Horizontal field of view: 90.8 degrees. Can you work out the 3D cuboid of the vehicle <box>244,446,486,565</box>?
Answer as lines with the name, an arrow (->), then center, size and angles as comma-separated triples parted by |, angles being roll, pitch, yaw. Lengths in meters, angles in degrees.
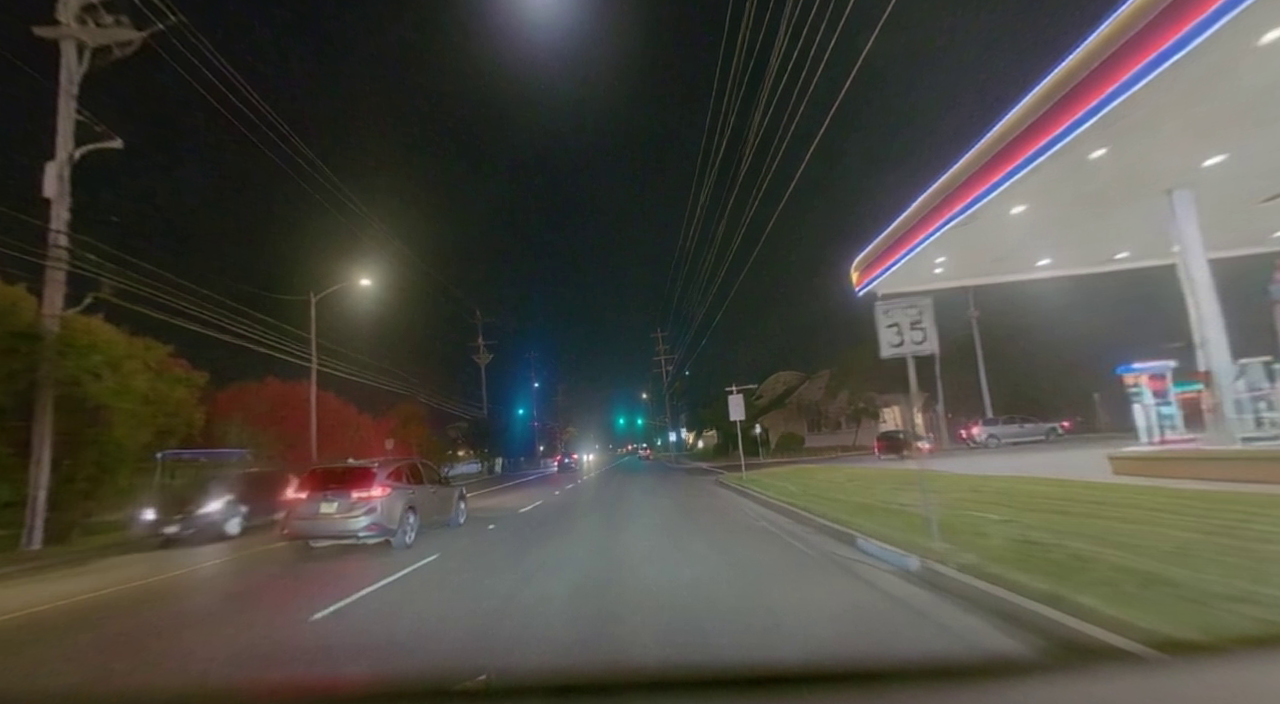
vehicle -> -3.953, 2.240, 10.104 | 1.704, 1.430, 4.587 | 0, -9, 1

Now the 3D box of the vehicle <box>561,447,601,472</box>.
vehicle -> -3.569, 6.577, 38.856 | 1.943, 1.455, 4.414 | -1, -9, 2

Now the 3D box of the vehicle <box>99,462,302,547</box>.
vehicle -> -11.262, 3.871, 16.696 | 2.097, 1.581, 4.583 | -7, -9, 0

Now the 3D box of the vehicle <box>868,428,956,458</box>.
vehicle -> 14.188, 4.783, 33.101 | 3.830, 1.474, 1.771 | -2, -9, 9

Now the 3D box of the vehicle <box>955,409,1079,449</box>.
vehicle -> 19.142, 3.986, 32.333 | 4.817, 1.919, 2.308 | -1, -9, 8
